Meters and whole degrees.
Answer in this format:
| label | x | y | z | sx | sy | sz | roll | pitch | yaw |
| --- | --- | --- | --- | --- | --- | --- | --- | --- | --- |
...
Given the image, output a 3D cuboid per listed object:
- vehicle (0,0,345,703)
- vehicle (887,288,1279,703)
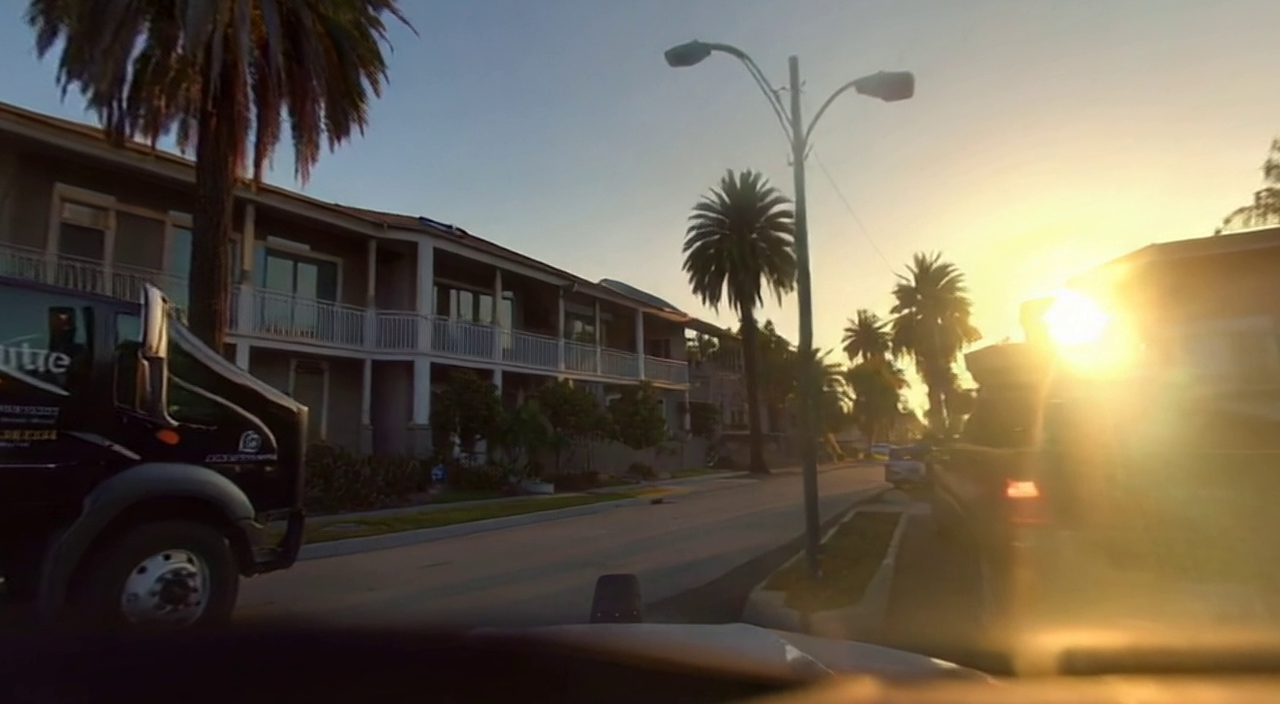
| label | x | y | z | sx | sy | sz | roll | pitch | yaw |
| --- | --- | --- | --- | --- | --- | --- | --- | --- | --- |
| vehicle | -5.949 | -0.425 | 0.701 | 2.998 | 3.659 | 10.517 | -4 | -10 | 25 |
| vehicle | 3.663 | 1.160 | 5.725 | 2.418 | 2.078 | 5.866 | -3 | -9 | 20 |
